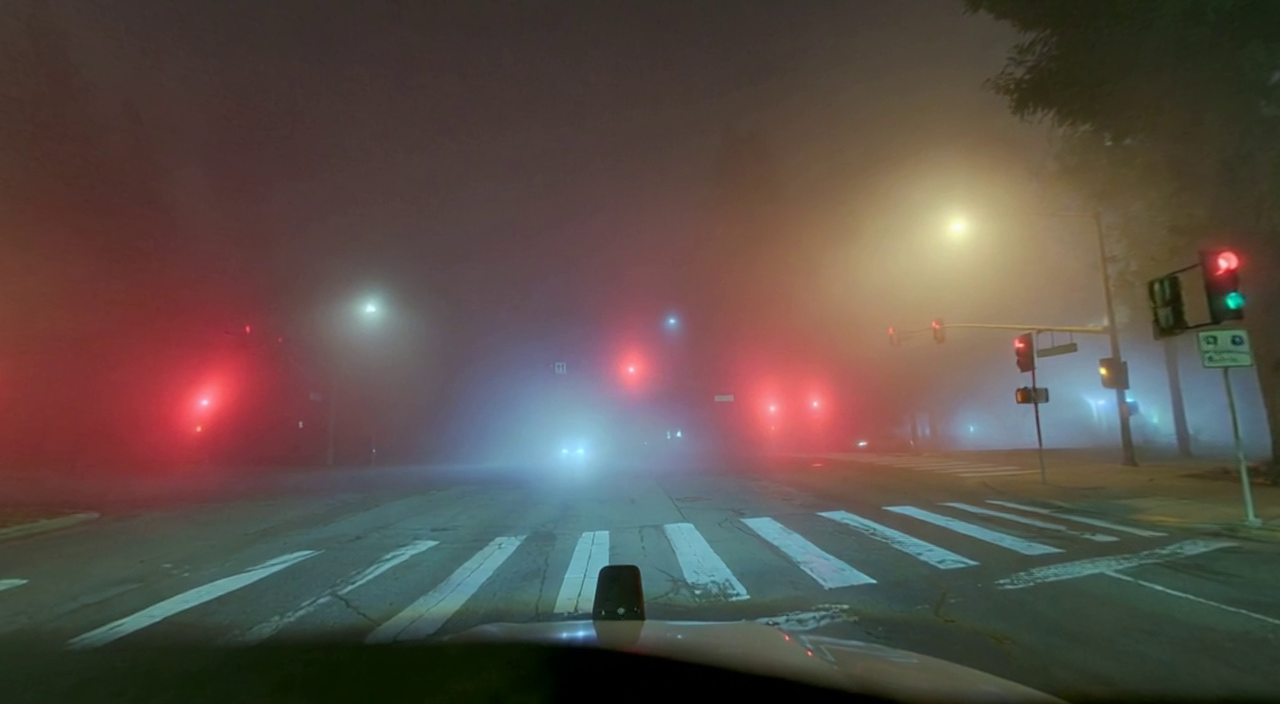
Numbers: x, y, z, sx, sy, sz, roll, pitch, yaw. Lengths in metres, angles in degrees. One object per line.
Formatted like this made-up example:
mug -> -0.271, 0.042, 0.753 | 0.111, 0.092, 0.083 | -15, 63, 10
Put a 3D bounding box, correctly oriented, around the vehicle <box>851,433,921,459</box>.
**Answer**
vehicle -> 17.629, 6.742, 45.246 | 4.600, 1.783, 1.970 | 4, -10, -26
